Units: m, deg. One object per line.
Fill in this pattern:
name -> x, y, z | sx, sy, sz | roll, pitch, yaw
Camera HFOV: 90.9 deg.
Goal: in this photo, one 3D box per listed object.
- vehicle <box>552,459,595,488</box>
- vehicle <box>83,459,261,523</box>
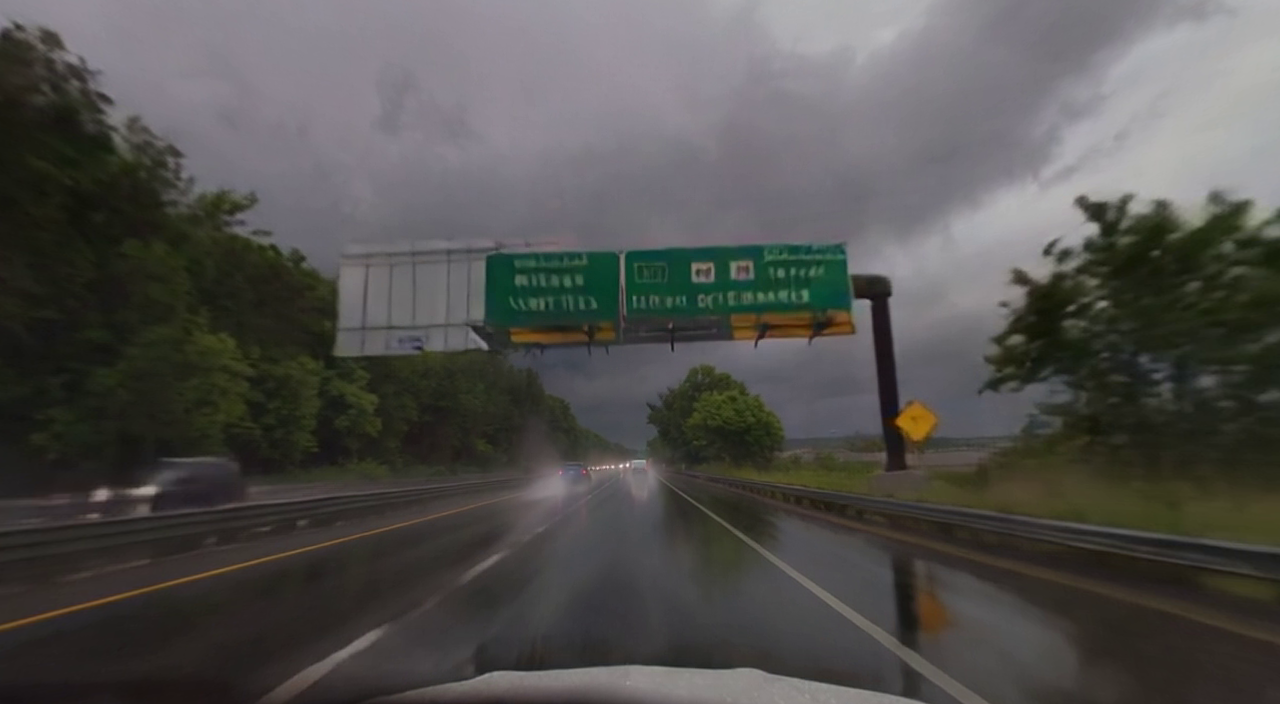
vehicle -> -3.931, 7.282, 37.857 | 2.081, 1.586, 4.245 | 0, -10, 0
vehicle -> -13.935, 4.150, 19.177 | 2.021, 1.674, 4.329 | 1, -10, 0
